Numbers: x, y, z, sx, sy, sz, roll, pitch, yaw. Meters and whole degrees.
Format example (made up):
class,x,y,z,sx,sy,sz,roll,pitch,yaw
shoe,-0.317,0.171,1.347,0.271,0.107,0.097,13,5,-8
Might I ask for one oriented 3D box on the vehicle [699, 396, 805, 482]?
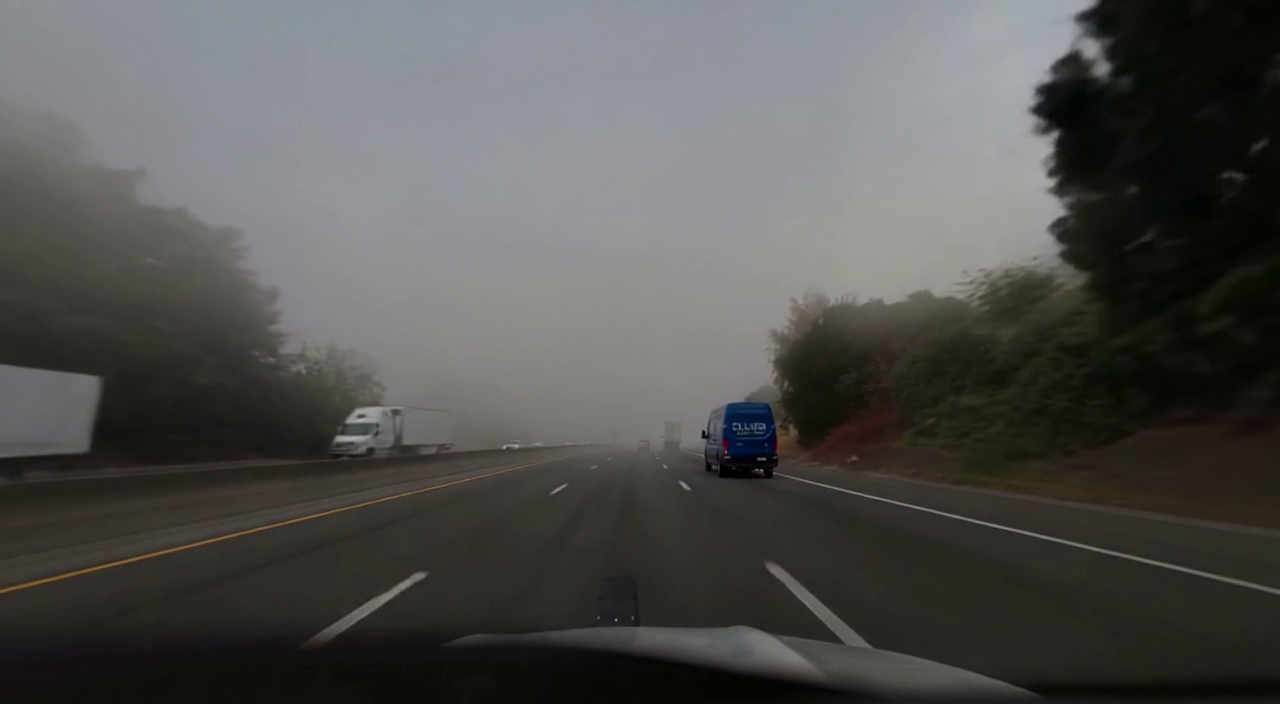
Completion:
class,x,y,z,sx,sy,sz,roll,pitch,yaw
vehicle,3.643,3.026,21.779,2.485,2.562,5.535,0,-8,-1

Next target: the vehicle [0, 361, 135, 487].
class,x,y,z,sx,sy,sz,roll,pitch,yaw
vehicle,-22.225,2.508,21.535,2.818,4.084,8.266,0,-8,0

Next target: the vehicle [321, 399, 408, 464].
class,x,y,z,sx,sy,sz,roll,pitch,yaw
vehicle,-18.161,5.361,41.971,2.999,3.994,5.838,-1,-8,1
